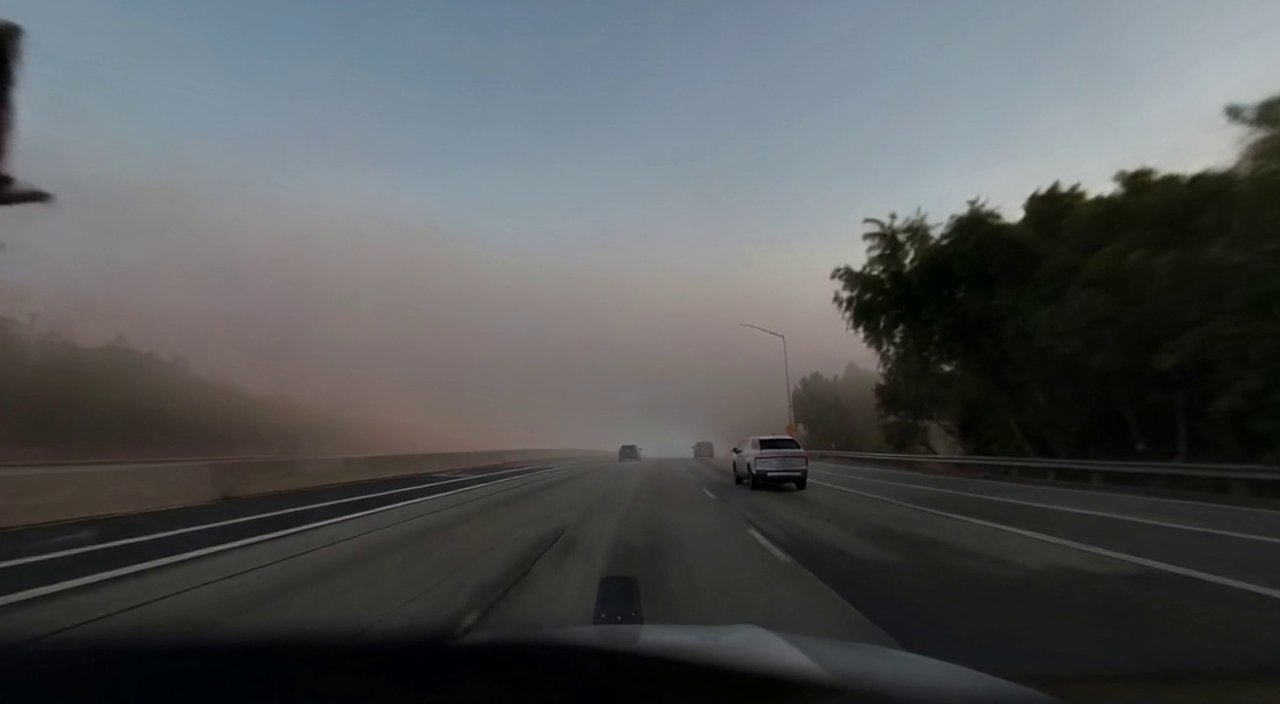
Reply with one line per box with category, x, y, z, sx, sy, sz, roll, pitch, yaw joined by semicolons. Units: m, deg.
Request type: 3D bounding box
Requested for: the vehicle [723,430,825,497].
vehicle;3.859;3.294;19.001;2.075;1.743;4.410;0;-9;0
